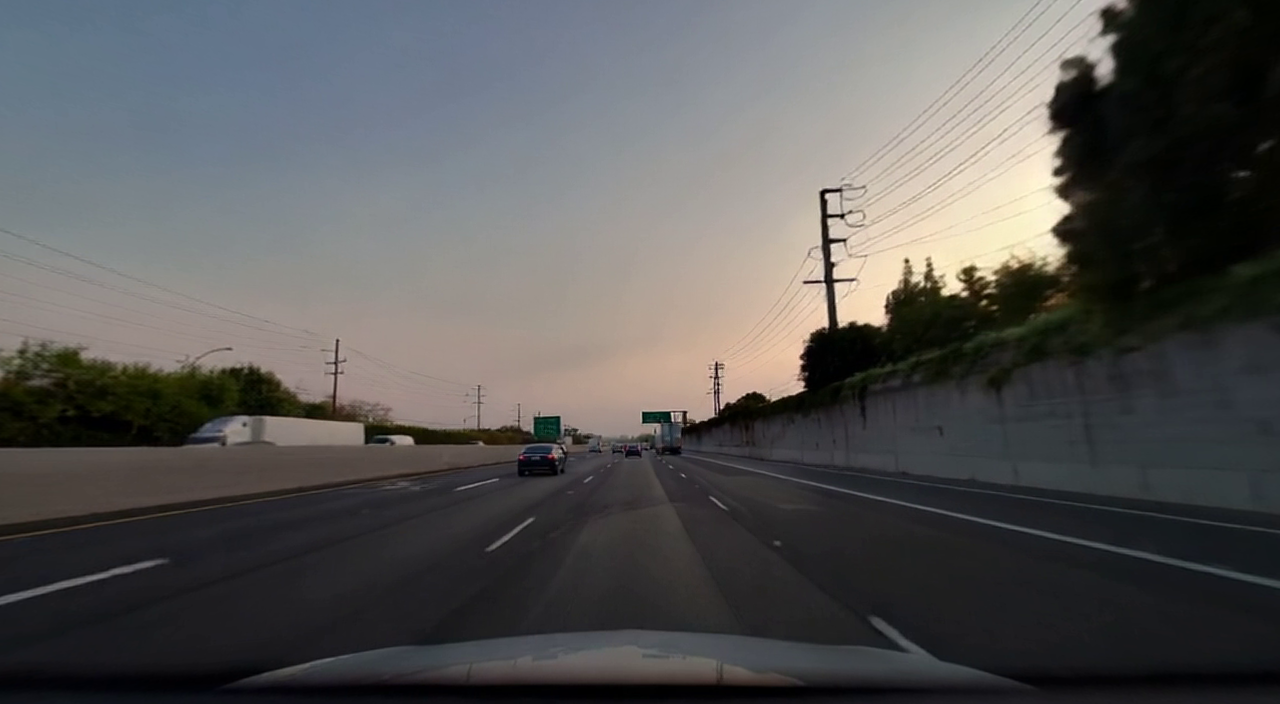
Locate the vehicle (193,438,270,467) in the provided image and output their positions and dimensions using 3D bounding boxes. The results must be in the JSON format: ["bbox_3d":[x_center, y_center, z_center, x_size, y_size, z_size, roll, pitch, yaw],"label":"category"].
[{"bbox_3d":[-21.172,5.236,32.901,1.567,1.418,3.532,0,-9,1],"label":"vehicle"}]

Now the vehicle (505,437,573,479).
[{"bbox_3d":[-3.941,4.232,25.442,2.009,1.533,4.175,0,-9,1],"label":"vehicle"}]

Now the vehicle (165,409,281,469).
[{"bbox_3d":[-28.772,6.097,44.092,3.100,3.824,7.025,0,-9,0],"label":"vehicle"}]
